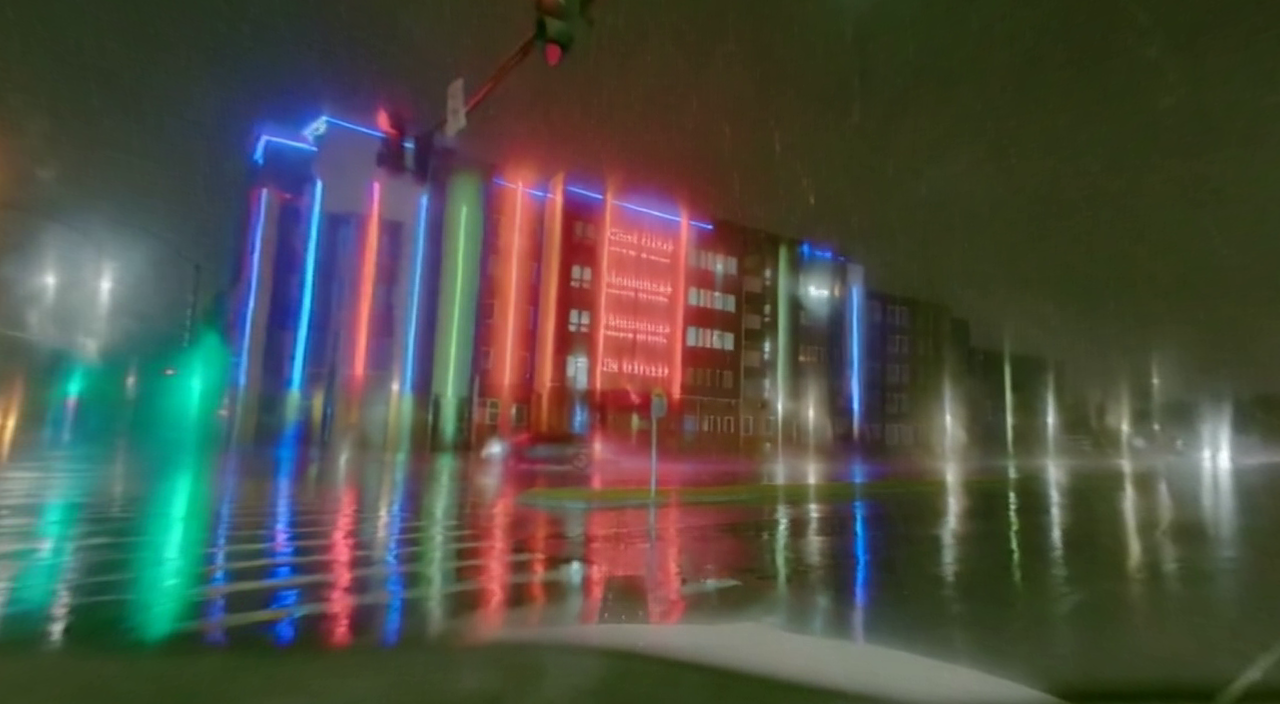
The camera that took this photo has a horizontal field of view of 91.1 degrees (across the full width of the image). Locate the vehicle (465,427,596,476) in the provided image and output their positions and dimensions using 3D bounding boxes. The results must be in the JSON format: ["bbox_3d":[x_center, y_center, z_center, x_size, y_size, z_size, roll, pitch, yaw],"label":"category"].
[{"bbox_3d":[-4.282,3.960,25.036,4.713,1.775,2.030,7,-11,-37],"label":"vehicle"}]
